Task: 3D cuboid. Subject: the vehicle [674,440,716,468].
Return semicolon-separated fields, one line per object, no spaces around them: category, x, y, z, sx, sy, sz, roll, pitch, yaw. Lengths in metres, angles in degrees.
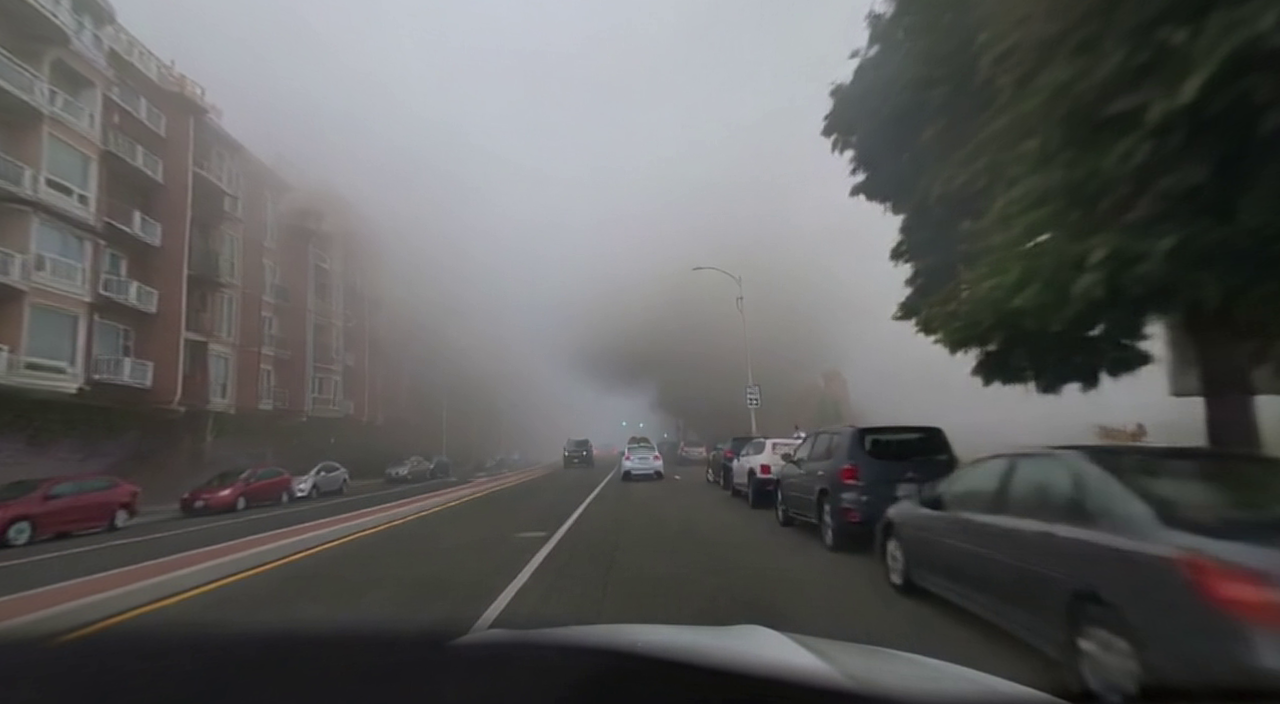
vehicle;3.186;6.035;37.455;2.077;1.532;4.694;0;-9;0

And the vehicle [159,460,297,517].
vehicle;-13.853;4.575;21.606;1.887;1.619;4.208;0;-9;-1

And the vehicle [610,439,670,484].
vehicle;-0.001;4.031;23.441;2.026;1.496;3.701;0;-9;0

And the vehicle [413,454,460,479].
vehicle;-13.682;7.700;42.677;1.839;1.594;4.055;0;-9;-1

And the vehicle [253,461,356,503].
vehicle;-13.697;5.303;26.117;1.837;1.470;4.263;-1;-9;1

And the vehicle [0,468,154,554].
vehicle;-13.752;3.526;14.485;1.805;1.580;4.477;0;-9;-3

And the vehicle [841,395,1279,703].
vehicle;3.005;1.209;4.156;1.874;1.468;4.550;0;-9;0

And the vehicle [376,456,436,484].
vehicle;-13.714;6.943;37.327;1.907;1.480;4.498;0;-9;-1

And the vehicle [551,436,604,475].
vehicle;-2.971;5.032;30.810;2.065;1.705;4.353;-1;-9;1
